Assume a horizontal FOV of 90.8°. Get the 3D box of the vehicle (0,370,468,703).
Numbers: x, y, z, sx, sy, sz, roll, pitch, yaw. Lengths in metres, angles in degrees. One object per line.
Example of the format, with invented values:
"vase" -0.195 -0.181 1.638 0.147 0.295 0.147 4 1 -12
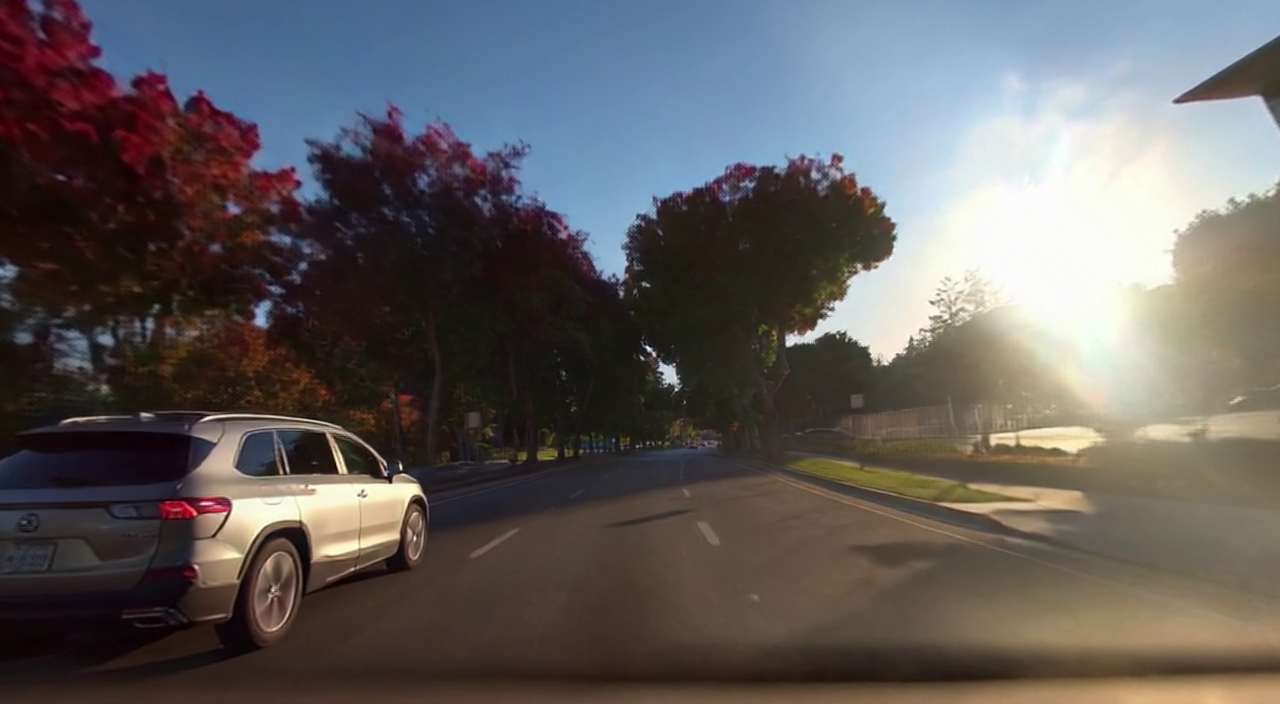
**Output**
"vehicle" -3.120 1.259 5.113 2.067 1.700 4.561 0 -8 1
